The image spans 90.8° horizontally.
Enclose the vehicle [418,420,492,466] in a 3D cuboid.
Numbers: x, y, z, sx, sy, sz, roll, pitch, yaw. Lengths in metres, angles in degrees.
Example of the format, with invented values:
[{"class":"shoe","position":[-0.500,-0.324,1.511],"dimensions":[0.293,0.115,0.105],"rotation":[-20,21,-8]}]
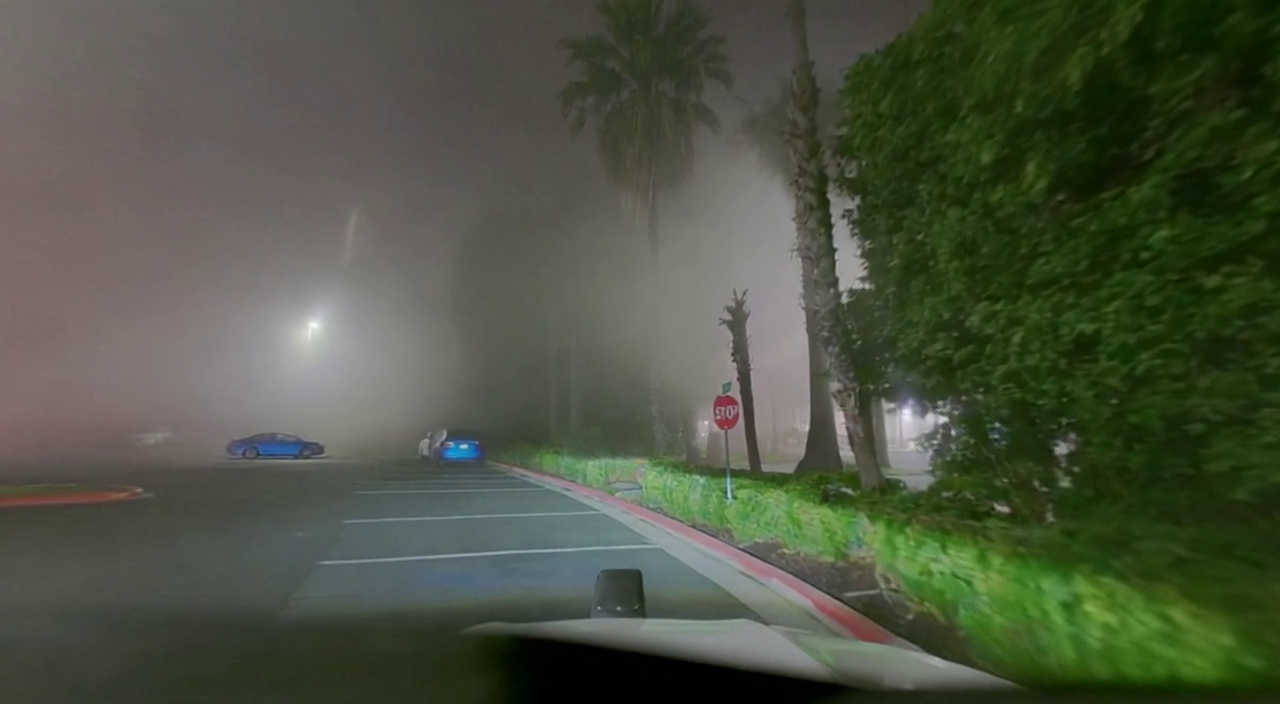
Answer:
[{"class":"vehicle","position":[-7.760,3.790,26.280],"dimensions":[2.071,1.700,4.367],"rotation":[4,-10,-27]}]

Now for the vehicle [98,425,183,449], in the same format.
[{"class":"vehicle","position":[-34.924,5.983,44.214],"dimensions":[4.457,1.552,1.748],"rotation":[7,-11,-40]}]
